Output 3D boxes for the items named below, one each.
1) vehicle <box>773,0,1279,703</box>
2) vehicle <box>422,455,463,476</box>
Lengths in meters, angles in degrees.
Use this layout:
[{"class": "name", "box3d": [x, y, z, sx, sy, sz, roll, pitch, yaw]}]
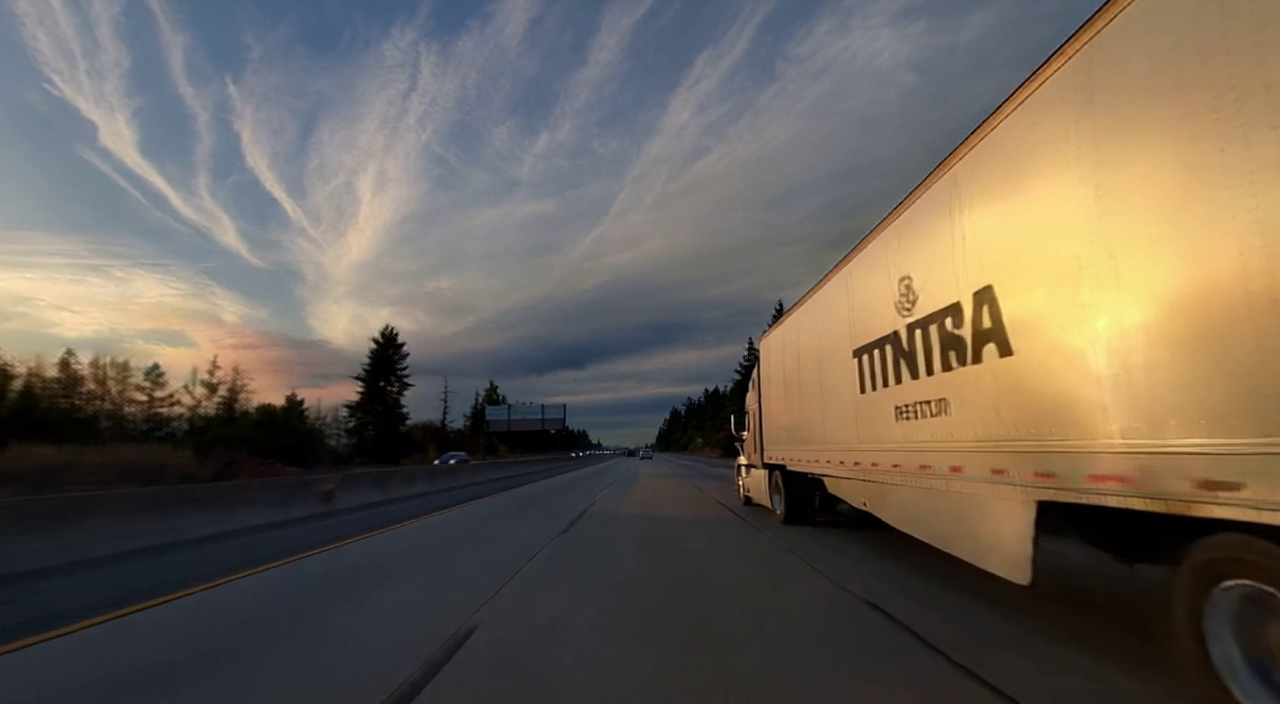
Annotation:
[{"class": "vehicle", "box3d": [4.062, 0.054, 4.848, 2.947, 4.020, 14.220, 0, -9, 0]}, {"class": "vehicle", "box3d": [-14.914, 8.552, 47.739, 1.889, 1.458, 3.634, 0, -9, 0]}]
